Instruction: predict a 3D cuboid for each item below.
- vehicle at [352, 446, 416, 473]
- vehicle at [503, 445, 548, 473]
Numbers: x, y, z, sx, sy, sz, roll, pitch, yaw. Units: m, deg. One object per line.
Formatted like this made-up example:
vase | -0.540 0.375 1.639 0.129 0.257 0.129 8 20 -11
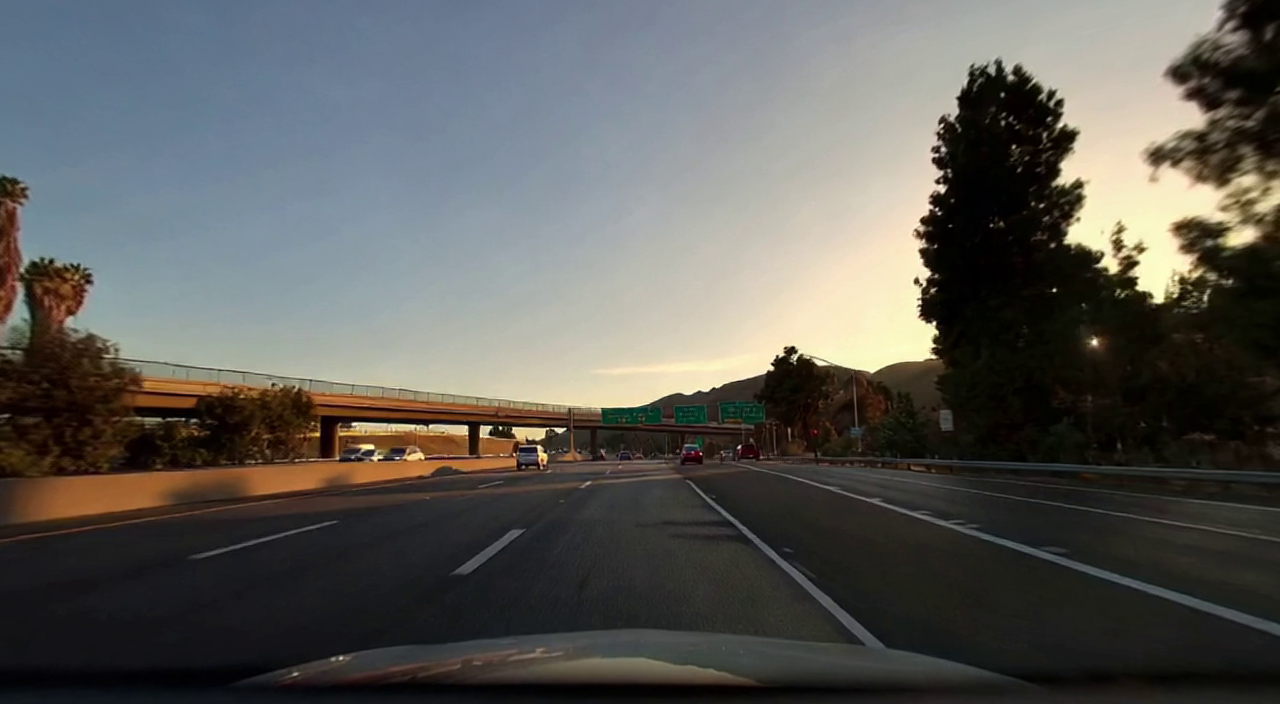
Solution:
vehicle | -15.689 6.604 38.757 2.016 1.537 4.602 0 -8 1
vehicle | -7.008 6.596 38.863 1.935 1.633 3.955 0 -8 1
